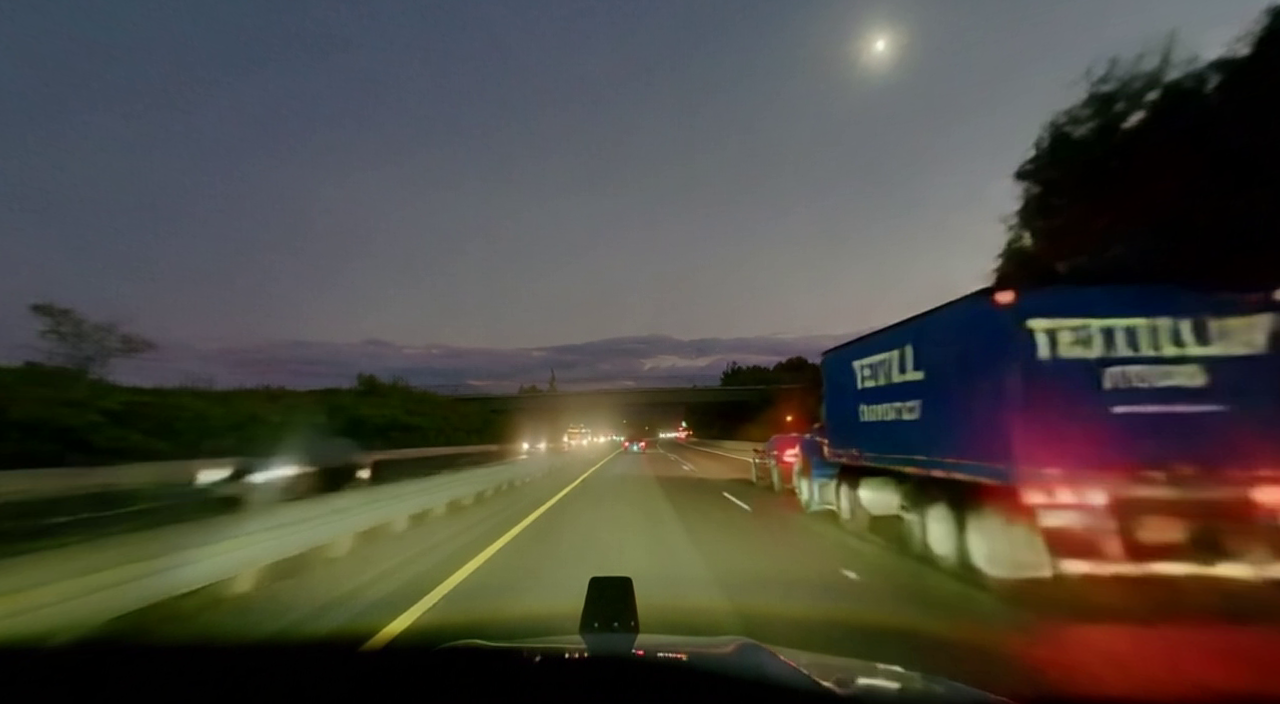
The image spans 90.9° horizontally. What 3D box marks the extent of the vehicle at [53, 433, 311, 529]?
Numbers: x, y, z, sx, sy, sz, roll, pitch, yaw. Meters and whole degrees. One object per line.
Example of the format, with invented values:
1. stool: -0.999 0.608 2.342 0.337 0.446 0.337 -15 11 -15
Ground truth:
1. vehicle: -8.520 2.364 12.329 1.973 1.519 4.176 0 -7 -1

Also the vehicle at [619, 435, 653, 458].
1. vehicle: -0.257 5.899 39.460 1.996 1.325 4.029 0 -7 -1

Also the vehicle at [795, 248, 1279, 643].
1. vehicle: 4.144 1.028 7.695 2.715 2.746 6.550 0 -7 -1
